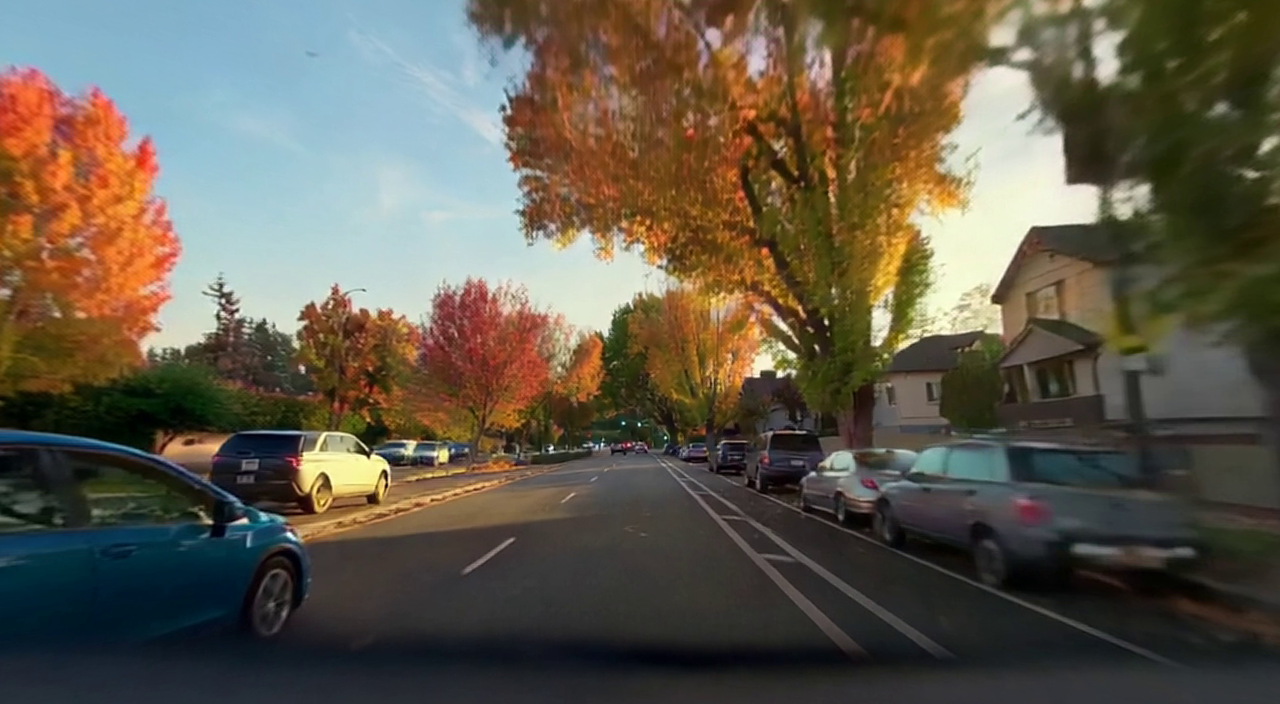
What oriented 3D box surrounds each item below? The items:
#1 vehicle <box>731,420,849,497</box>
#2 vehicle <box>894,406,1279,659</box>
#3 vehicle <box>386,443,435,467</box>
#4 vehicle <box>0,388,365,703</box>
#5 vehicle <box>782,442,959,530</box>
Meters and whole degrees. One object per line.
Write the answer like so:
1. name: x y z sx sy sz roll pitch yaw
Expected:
1. vehicle: 4.631 3.443 20.781 2.374 2.104 6.508 0 -9 1
2. vehicle: 4.544 1.544 6.481 1.950 1.668 4.414 1 -9 -1
3. vehicle: -17.037 7.634 46.900 1.912 1.681 4.444 0 -9 1
4. vehicle: -3.222 0.944 2.716 1.982 1.478 4.465 0 -9 1
5. vehicle: 4.578 2.715 13.415 1.876 1.510 4.637 1 -9 -2
